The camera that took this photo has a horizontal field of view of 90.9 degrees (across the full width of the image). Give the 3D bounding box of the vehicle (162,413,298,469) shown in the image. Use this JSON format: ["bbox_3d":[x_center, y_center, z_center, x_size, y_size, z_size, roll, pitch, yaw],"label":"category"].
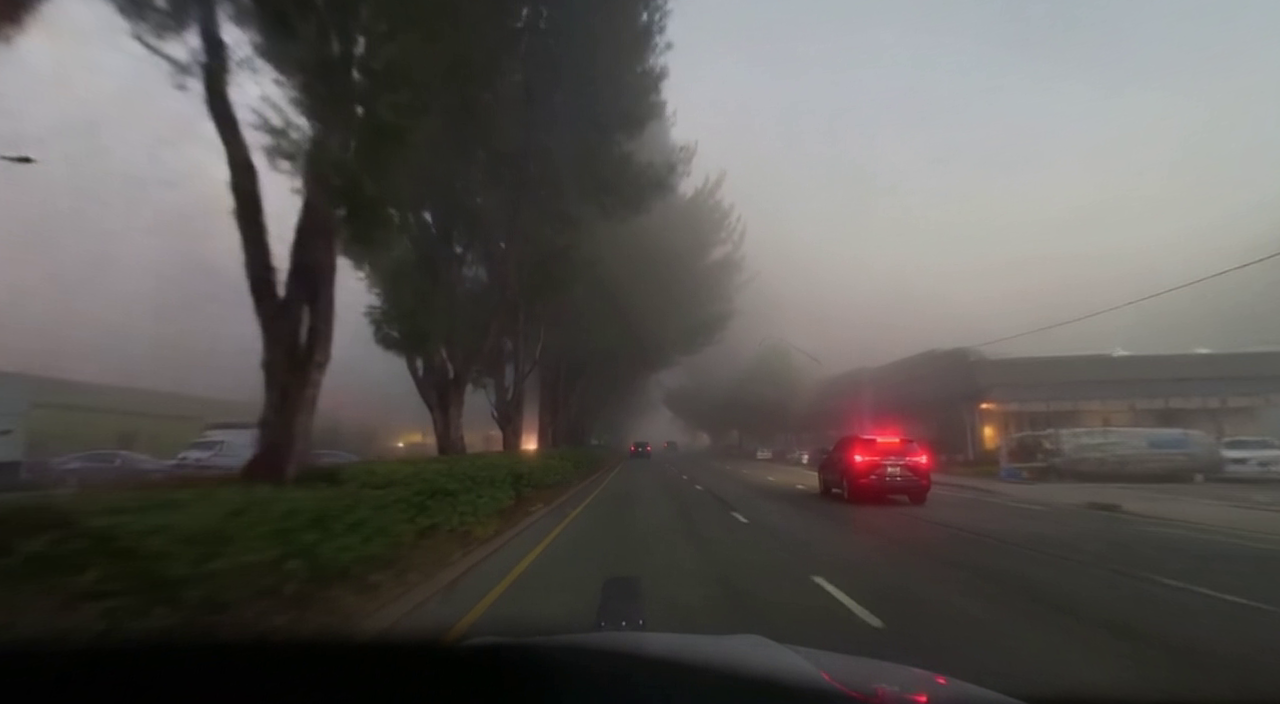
[{"bbox_3d":[-25.860,5.640,39.996,6.540,3.375,2.751,0,-9,0],"label":"vehicle"}]

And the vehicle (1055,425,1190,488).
[{"bbox_3d":[17.182,3.635,22.354,5.554,1.937,2.486,7,-11,-40],"label":"vehicle"}]

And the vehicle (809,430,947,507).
[{"bbox_3d":[5.767,2.854,15.874,2.072,1.669,3.836,-1,-9,2],"label":"vehicle"}]

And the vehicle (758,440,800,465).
[{"bbox_3d":[10.783,7.822,49.223,2.096,1.780,5.128,0,-9,0],"label":"vehicle"}]

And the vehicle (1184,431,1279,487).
[{"bbox_3d":[20.641,3.647,21.740,4.366,1.718,2.171,7,-11,-42],"label":"vehicle"}]
